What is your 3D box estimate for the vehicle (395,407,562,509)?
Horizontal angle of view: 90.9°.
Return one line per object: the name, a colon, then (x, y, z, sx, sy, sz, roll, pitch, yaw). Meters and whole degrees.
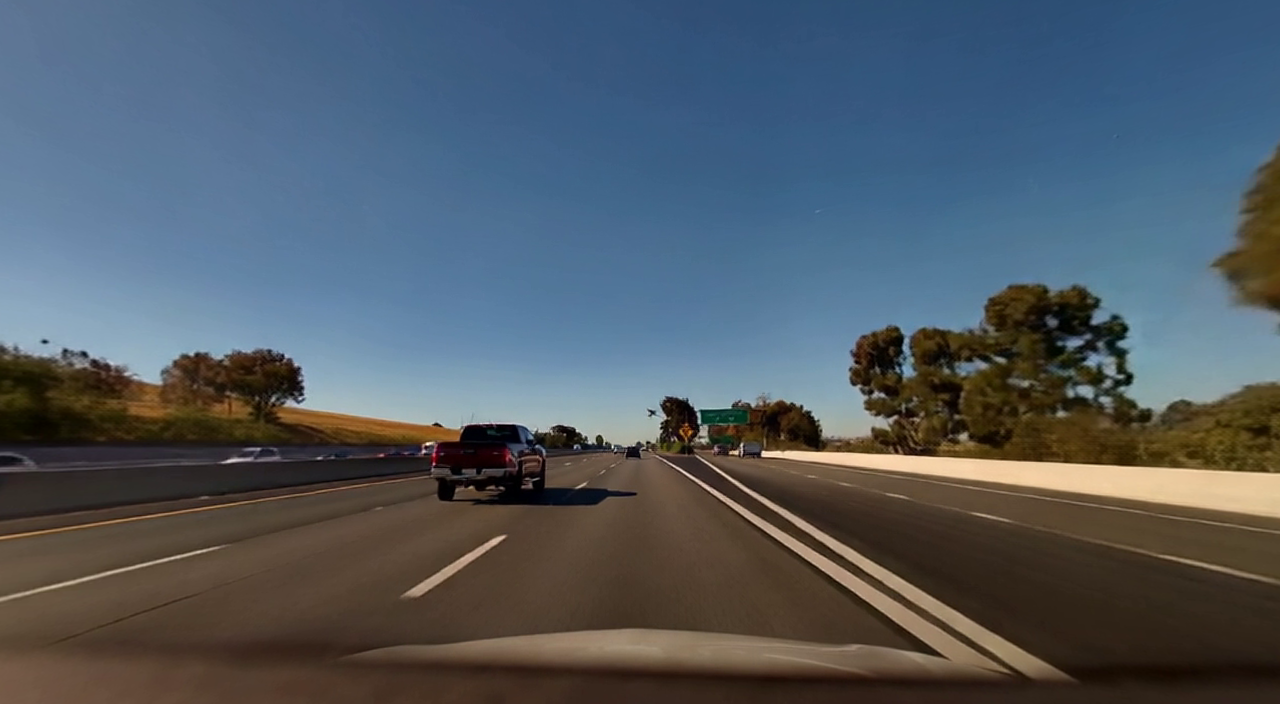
vehicle: (-3.712, 2.638, 16.131, 2.601, 2.084, 6.068, 0, -8, 0)
